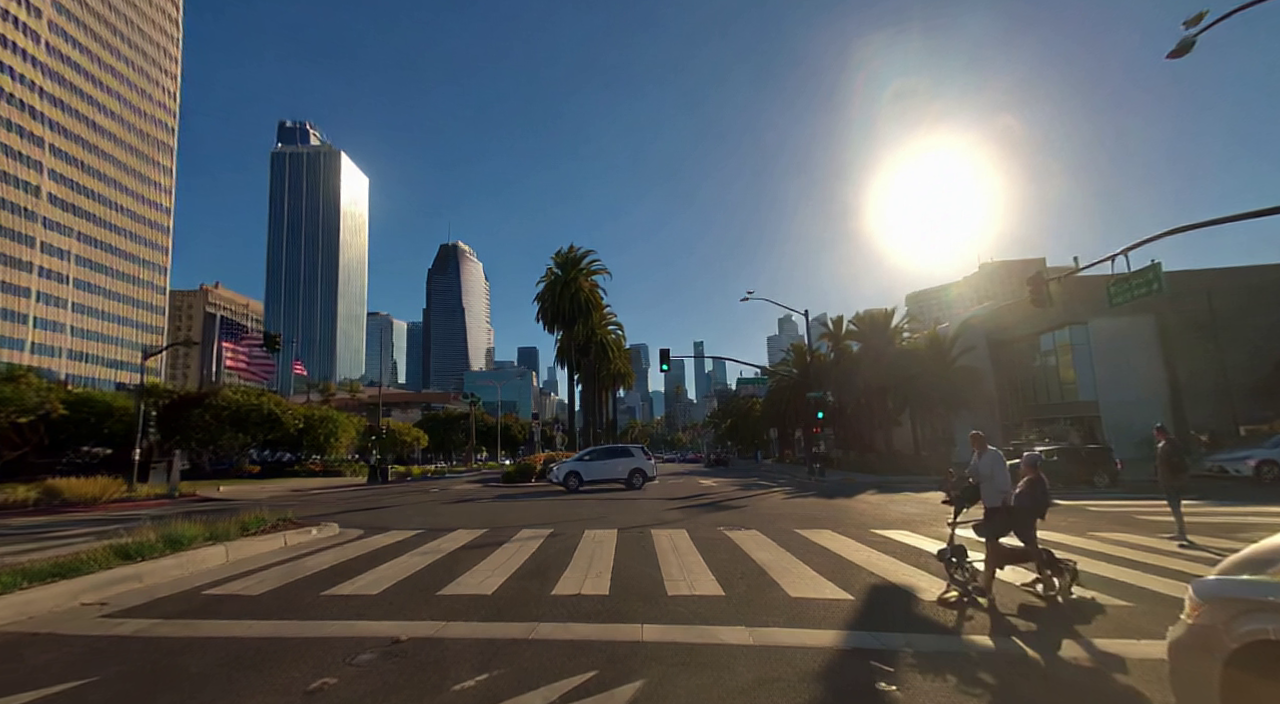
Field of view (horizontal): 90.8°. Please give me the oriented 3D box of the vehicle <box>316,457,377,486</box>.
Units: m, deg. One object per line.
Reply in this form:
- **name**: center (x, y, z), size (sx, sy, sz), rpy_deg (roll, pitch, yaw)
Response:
- **vehicle**: center (-20.069, 8.164, 43.408), size (2.043, 1.745, 4.420), rpy_deg (0, -8, 0)

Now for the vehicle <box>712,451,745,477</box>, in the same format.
- **vehicle**: center (6.248, 7.804, 44.196), size (2.176, 1.690, 4.138), rpy_deg (-2, -9, 9)

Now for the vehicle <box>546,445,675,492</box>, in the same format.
- **vehicle**: center (-1.052, 4.207, 23.003), size (4.499, 1.594, 1.898), rpy_deg (0, -9, -2)

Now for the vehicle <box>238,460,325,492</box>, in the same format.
- **vehicle**: center (-19.944, 6.872, 35.450), size (2.069, 1.540, 4.774), rpy_deg (0, -8, 0)

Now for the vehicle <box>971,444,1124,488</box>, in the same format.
- **vehicle**: center (15.070, 4.217, 23.568), size (4.273, 1.525, 2.000), rpy_deg (-1, -8, 2)
